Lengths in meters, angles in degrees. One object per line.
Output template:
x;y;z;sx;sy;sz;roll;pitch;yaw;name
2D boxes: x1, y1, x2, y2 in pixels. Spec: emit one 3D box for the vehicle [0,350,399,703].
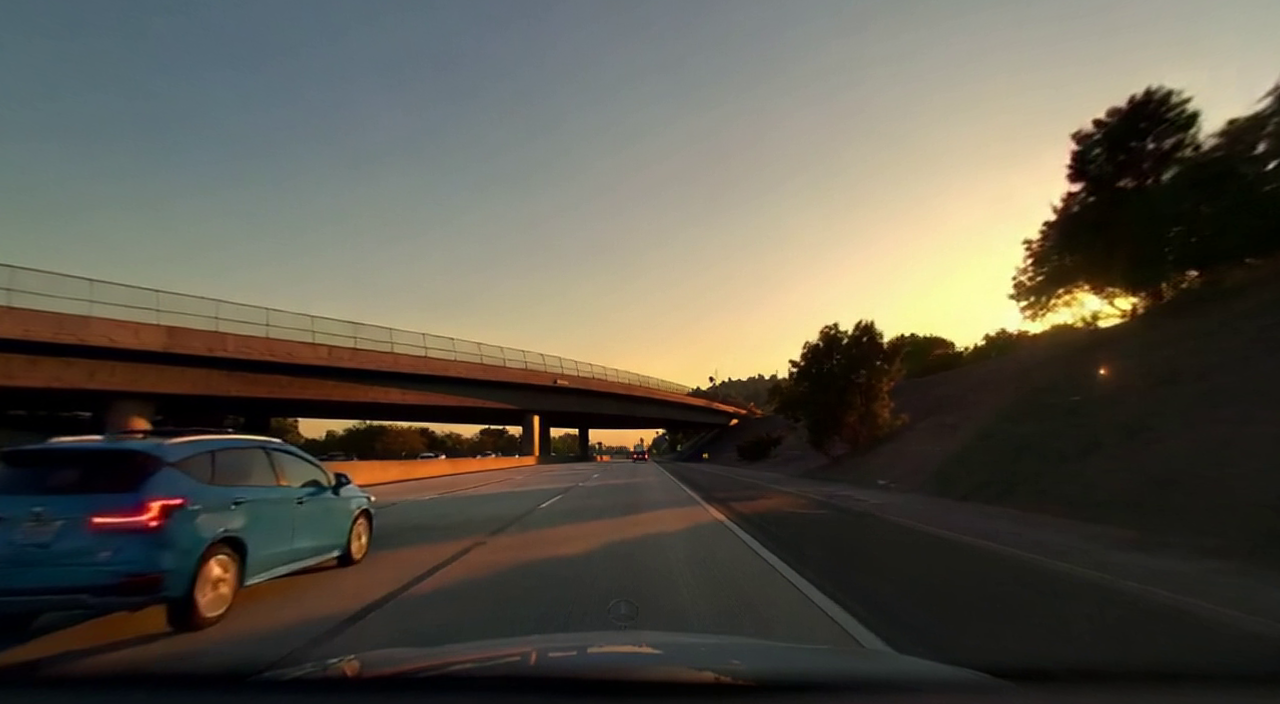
-4.154;1.228;5.257;2.272;1.759;5.058;0;-9;0;vehicle
